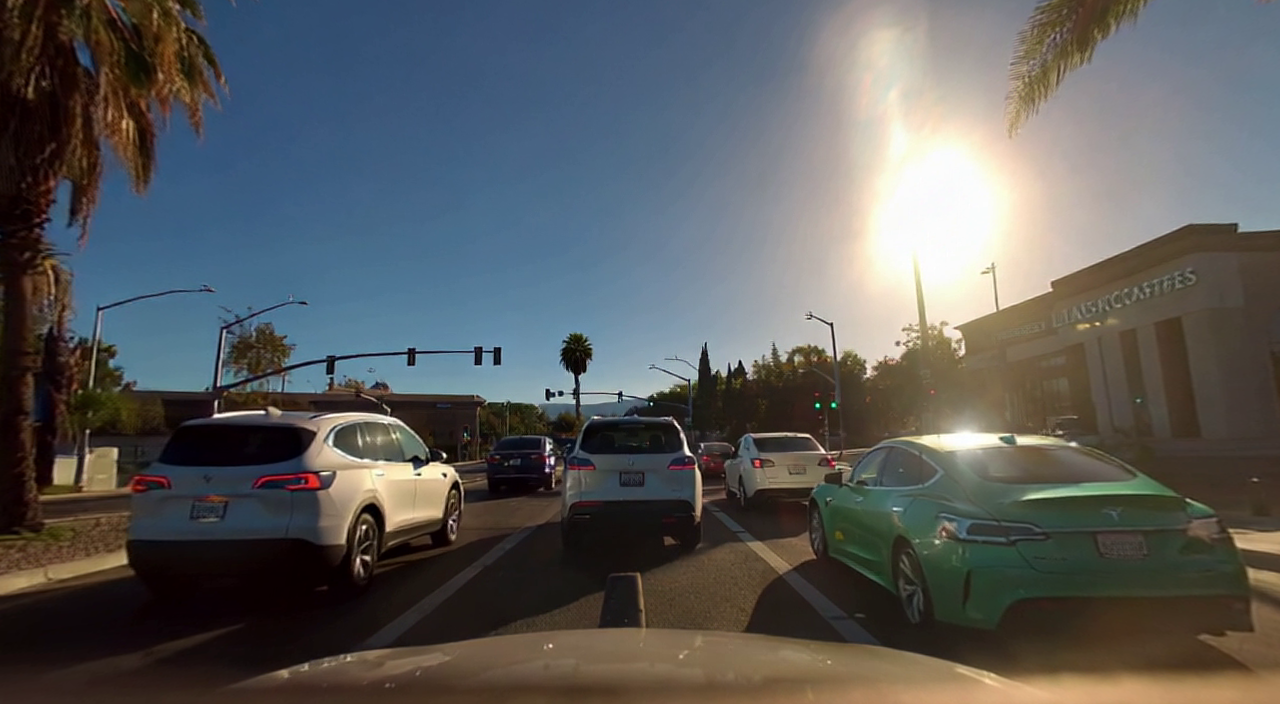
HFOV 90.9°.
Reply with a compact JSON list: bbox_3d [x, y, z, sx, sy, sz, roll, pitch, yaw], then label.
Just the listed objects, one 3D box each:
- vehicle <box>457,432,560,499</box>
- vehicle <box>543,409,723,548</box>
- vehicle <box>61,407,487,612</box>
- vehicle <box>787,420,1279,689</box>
[{"bbox_3d":[-3.376,2.981,16.914,1.927,1.568,3.733,0,-8,0],"label":"vehicle"},{"bbox_3d":[-0.144,1.928,10.267,2.280,1.747,4.361,0,-8,-2],"label":"vehicle"},{"bbox_3d":[-3.332,1.529,7.065,2.014,1.534,4.455,0,-9,1],"label":"vehicle"},{"bbox_3d":[2.969,1.477,5.907,2.017,1.491,4.611,0,-8,-1],"label":"vehicle"}]
